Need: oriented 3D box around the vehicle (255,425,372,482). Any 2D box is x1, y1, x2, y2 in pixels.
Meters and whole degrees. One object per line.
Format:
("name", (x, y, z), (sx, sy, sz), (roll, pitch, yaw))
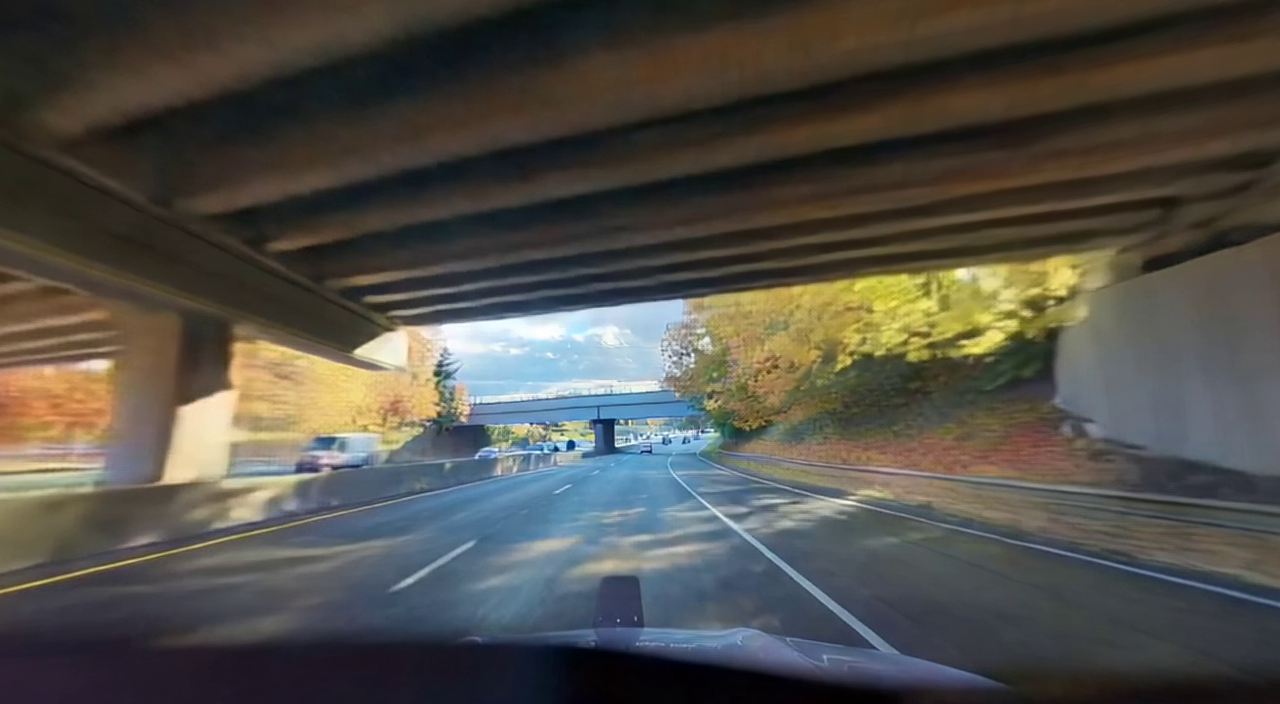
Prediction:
("vehicle", (-16.866, 5.312, 33.050), (2.337, 2.633, 6.958), (0, -9, 1))
